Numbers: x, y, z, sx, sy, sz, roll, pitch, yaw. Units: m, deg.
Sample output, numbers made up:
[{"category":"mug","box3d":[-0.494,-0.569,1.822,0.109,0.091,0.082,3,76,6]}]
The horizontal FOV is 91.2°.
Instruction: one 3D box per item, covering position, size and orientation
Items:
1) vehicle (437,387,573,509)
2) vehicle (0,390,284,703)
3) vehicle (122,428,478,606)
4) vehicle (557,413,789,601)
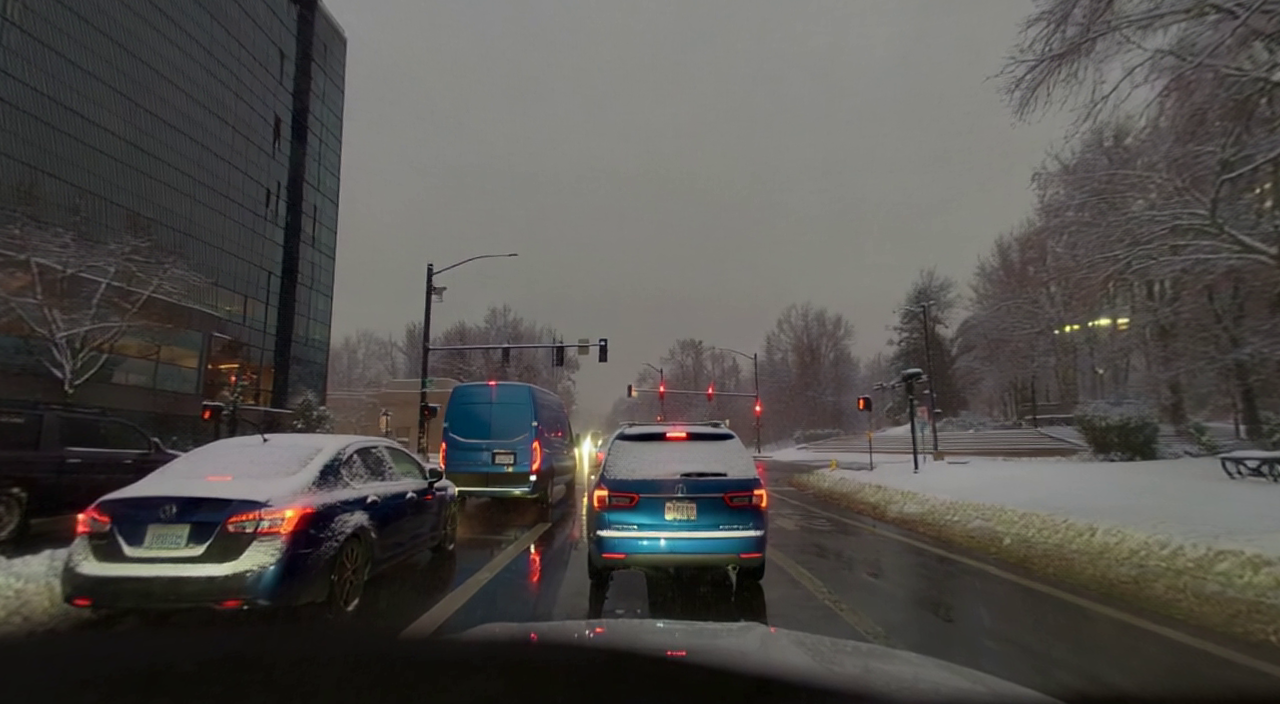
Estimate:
[{"category":"vehicle","box3d":[-3.251,2.536,16.601,2.343,2.635,5.684,0,-9,0]},{"category":"vehicle","box3d":[-2.901,0.814,1.507,1.893,1.491,3.798,0,-9,-1]},{"category":"vehicle","box3d":[-3.482,1.757,7.577,1.955,1.499,4.223,0,-9,0]},{"category":"vehicle","box3d":[0.197,1.600,7.220,1.979,1.562,3.630,0,-9,-3]}]
